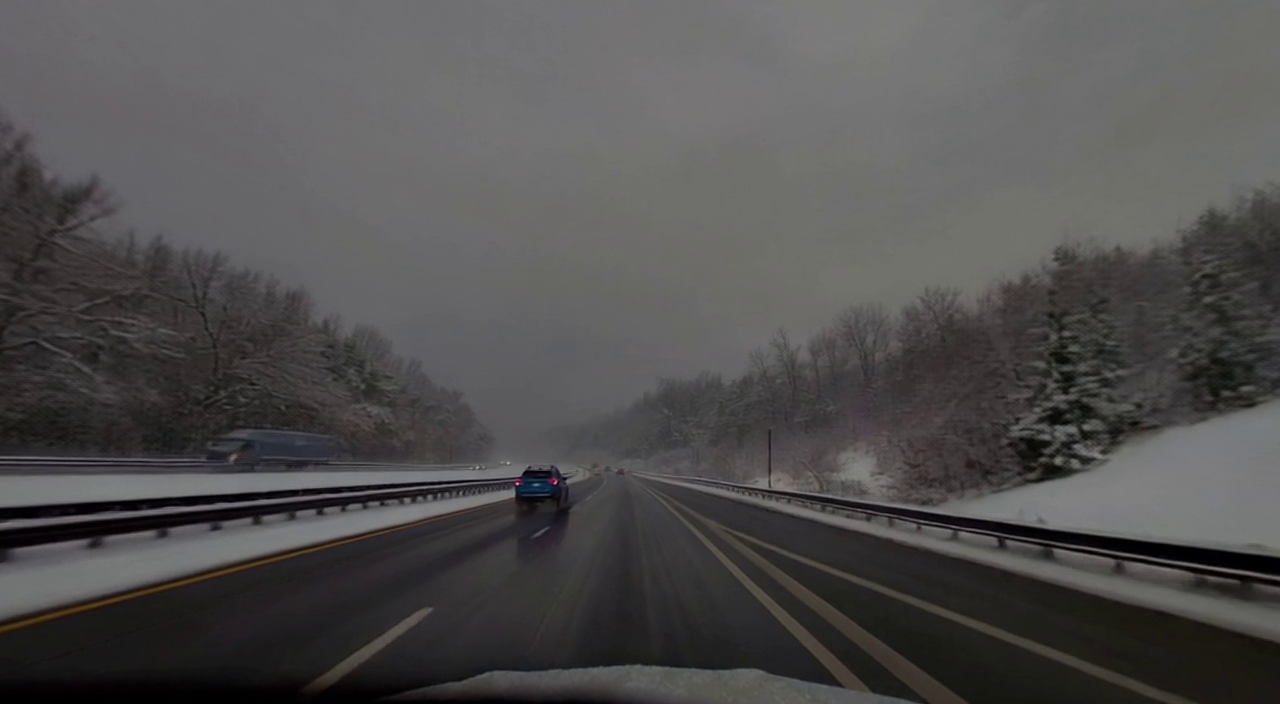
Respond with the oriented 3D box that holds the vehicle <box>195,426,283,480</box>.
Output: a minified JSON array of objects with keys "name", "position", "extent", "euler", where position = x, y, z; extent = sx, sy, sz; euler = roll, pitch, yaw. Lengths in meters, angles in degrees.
[{"name":"vehicle","position":[-30.478,7.779,48.221],"extent":[2.915,3.769,5.891],"euler":[1,-10,-4]}]

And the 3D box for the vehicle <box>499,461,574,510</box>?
[{"name":"vehicle","position":[-3.592,4.739,22.696],"extent":[1.967,1.556,4.364],"euler":[1,-10,0]}]
